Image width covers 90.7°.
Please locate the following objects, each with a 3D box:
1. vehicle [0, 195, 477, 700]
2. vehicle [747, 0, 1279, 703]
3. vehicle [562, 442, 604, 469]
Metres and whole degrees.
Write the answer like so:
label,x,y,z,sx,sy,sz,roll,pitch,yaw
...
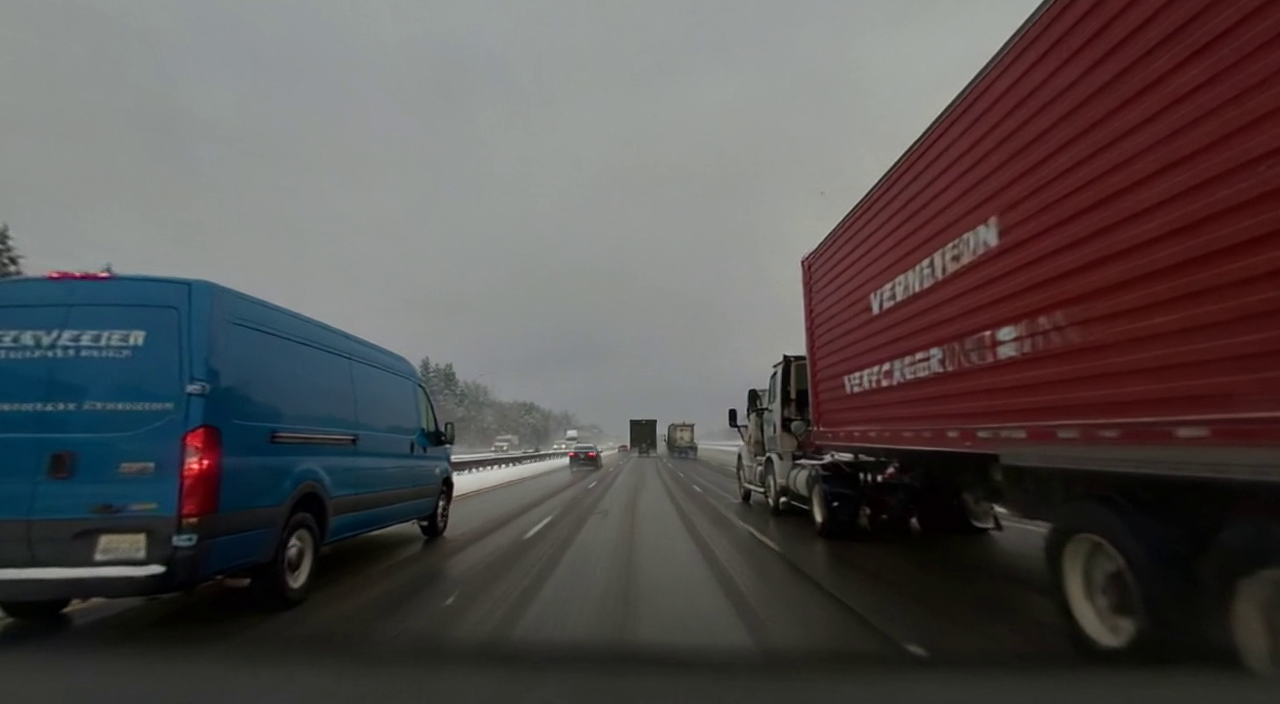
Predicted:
label,x,y,z,sx,sy,sz,roll,pitch,yaw
vehicle,-3.916,0.962,6.914,2.557,2.855,6.674,0,-9,-1
vehicle,3.997,0.475,7.860,2.951,3.974,13.340,0,-8,0
vehicle,-3.370,6.228,38.274,2.024,1.472,4.014,-1,-8,2
